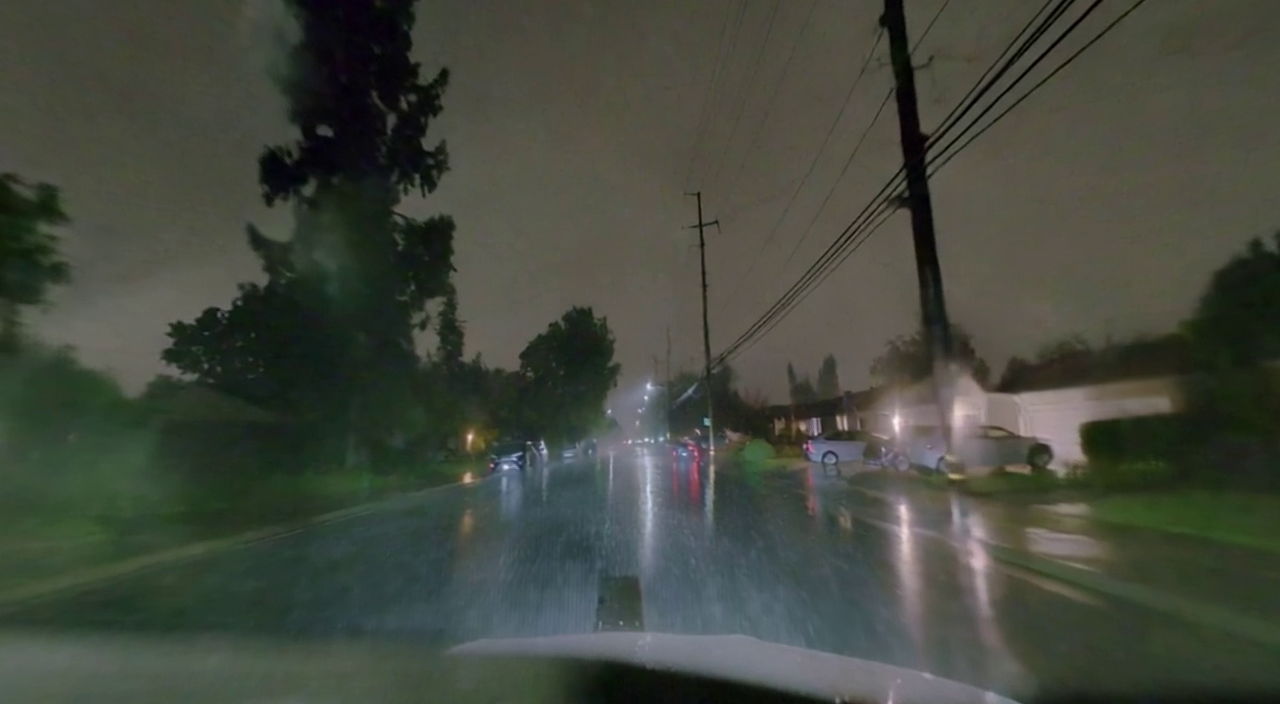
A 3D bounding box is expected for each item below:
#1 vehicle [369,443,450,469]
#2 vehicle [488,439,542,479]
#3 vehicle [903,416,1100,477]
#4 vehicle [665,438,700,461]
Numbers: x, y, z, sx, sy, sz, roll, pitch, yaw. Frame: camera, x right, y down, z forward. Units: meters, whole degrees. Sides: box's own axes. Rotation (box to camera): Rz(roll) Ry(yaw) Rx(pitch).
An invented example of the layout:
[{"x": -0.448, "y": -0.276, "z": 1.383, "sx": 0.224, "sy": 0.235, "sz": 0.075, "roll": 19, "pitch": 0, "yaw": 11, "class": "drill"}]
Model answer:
[{"x": -16.275, "y": 7.364, "z": 44.782, "sx": 4.706, "sy": 1.681, "sz": 2.389, "roll": -1, "pitch": -9, "yaw": 5, "class": "vehicle"}, {"x": -6.331, "y": 5.435, "z": 32.412, "sx": 2.035, "sy": 1.736, "sz": 3.955, "roll": -2, "pitch": -6, "yaw": -1, "class": "vehicle"}, {"x": 11.094, "y": 2.953, "z": 19.717, "sx": 4.782, "sy": 1.748, "sz": 2.106, "roll": 0, "pitch": -8, "yaw": 1, "class": "vehicle"}, {"x": 3.242, "y": 7.508, "z": 48.931, "sx": 2.247, "sy": 1.618, "sz": 4.655, "roll": 2, "pitch": -8, "yaw": -1, "class": "vehicle"}]
